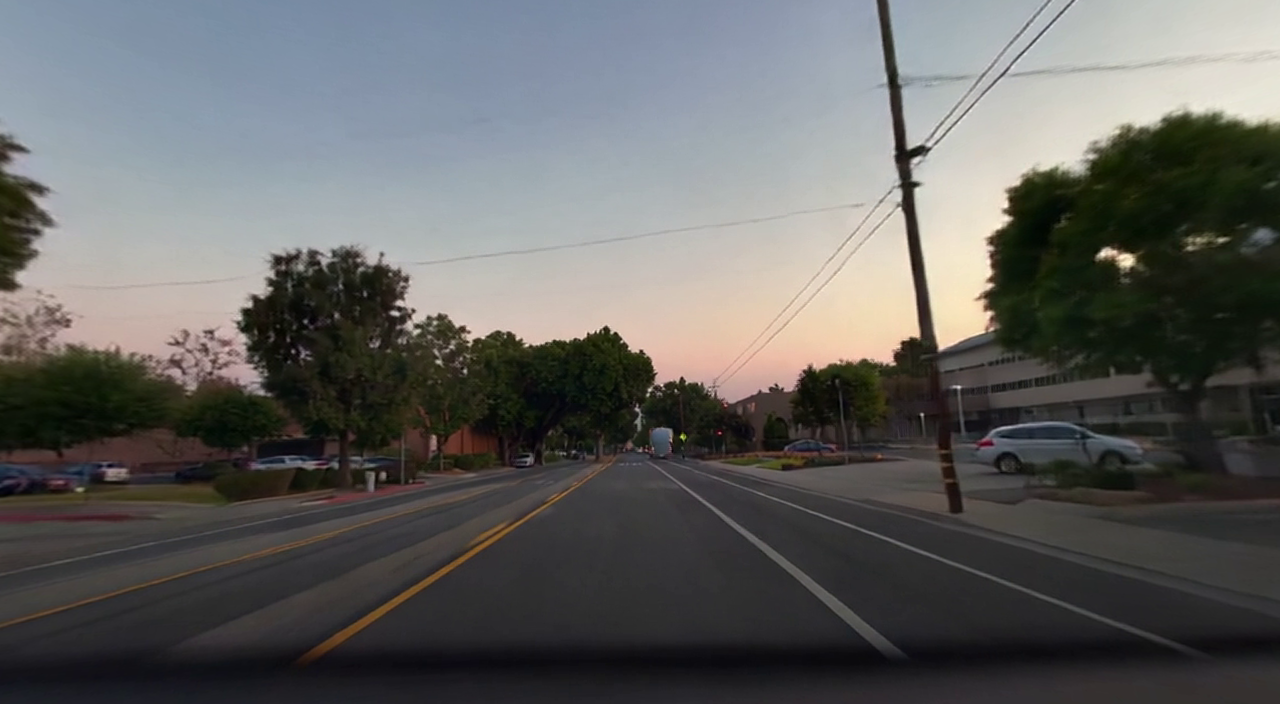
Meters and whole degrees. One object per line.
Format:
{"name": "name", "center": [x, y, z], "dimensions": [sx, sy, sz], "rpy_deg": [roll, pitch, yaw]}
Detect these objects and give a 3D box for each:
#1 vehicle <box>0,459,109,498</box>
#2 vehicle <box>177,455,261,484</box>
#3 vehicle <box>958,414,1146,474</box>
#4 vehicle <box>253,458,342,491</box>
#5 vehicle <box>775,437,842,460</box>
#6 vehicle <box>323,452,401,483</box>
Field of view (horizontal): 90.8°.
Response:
{"name": "vehicle", "center": [-27.263, 5.729, 28.724], "dimensions": [4.272, 1.613, 1.855], "rpy_deg": [2, -9, -14]}
{"name": "vehicle", "center": [-27.677, 7.674, 41.657], "dimensions": [4.417, 1.747, 1.954], "rpy_deg": [5, -10, -33]}
{"name": "vehicle", "center": [12.742, 2.928, 19.984], "dimensions": [4.632, 1.701, 1.975], "rpy_deg": [-5, -10, 26]}
{"name": "vehicle", "center": [-17.347, 6.139, 31.905], "dimensions": [4.708, 1.472, 1.994], "rpy_deg": [-6, -11, 35]}
{"name": "vehicle", "center": [12.849, 7.370, 48.279], "dimensions": [4.554, 1.668, 1.974], "rpy_deg": [-5, -10, 28]}
{"name": "vehicle", "center": [-16.548, 6.838, 37.623], "dimensions": [4.311, 1.746, 1.984], "rpy_deg": [-5, -10, 29]}
